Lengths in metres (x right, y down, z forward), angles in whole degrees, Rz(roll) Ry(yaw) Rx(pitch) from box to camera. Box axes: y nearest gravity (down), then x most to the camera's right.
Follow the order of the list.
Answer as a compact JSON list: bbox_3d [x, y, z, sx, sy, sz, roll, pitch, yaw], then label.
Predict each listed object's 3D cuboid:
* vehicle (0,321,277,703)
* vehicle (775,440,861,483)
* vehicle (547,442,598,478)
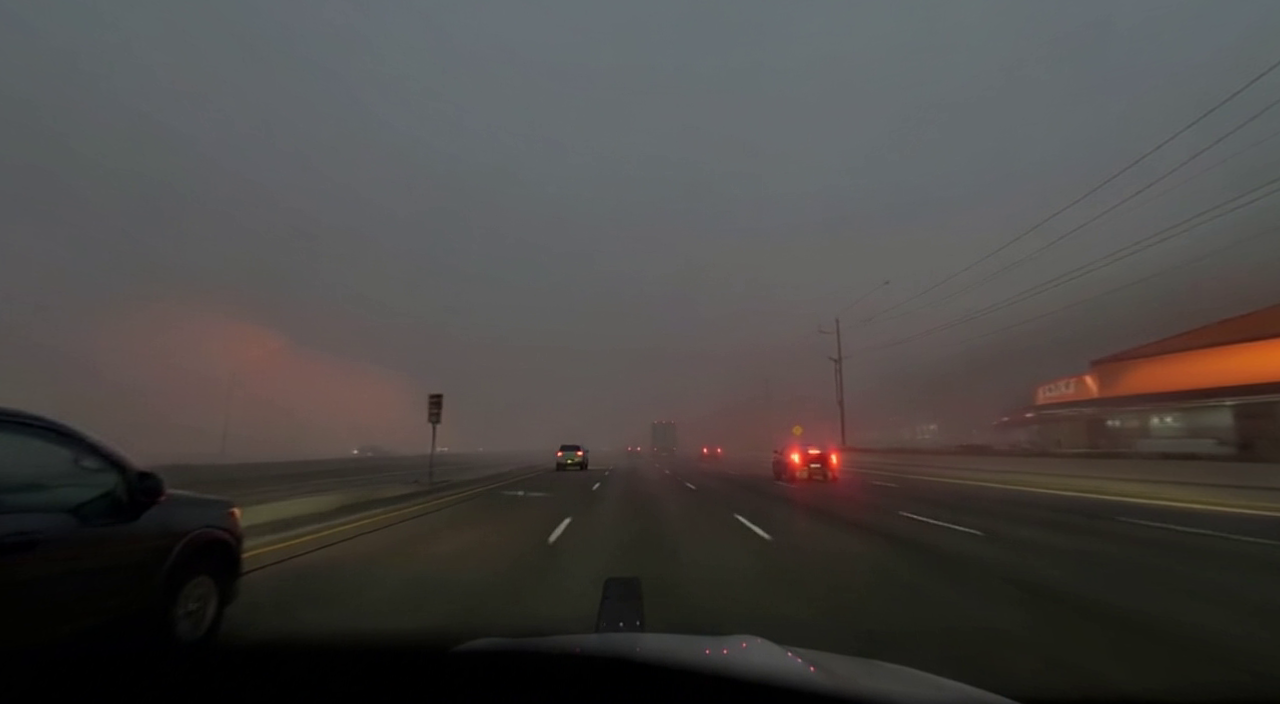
[{"bbox_3d":[-3.694,0.710,2.128,2.130,1.799,4.583,0,-9,1],"label":"vehicle"},{"bbox_3d":[6.837,4.241,24.679,1.980,1.501,4.433,0,-9,-1],"label":"vehicle"},{"bbox_3d":[-3.032,4.935,29.106,1.929,1.521,4.097,0,-9,0],"label":"vehicle"}]
